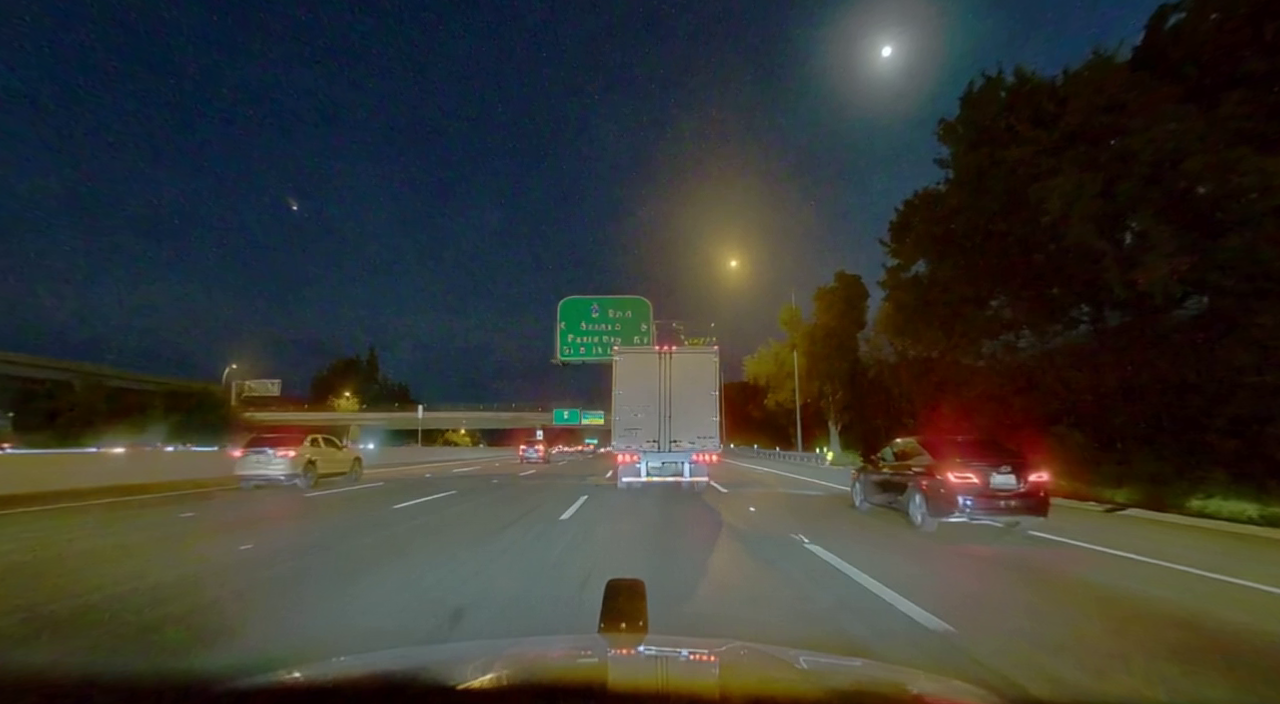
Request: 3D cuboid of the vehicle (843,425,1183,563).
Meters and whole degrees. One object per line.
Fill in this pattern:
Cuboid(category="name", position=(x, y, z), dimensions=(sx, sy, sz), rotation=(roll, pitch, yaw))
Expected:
Cuboid(category="vehicle", position=(4.883, 1.922, 9.363), dimensions=(2.108, 1.508, 4.744), rotation=(0, -9, -1))

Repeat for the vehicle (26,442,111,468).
Cuboid(category="vehicle", position=(-33.471, 6.032, 37.090), dimensions=(1.599, 1.397, 3.674), rotation=(-3, -8, -1))

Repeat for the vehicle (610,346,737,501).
Cuboid(category="vehicle", position=(0.711, 2.446, 20.080), dimensions=(2.916, 3.584, 10.841), rotation=(0, -9, -1))

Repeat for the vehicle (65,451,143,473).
Cuboid(category="vehicle", position=(-36.942, 7.554, 43.602), dimensions=(1.685, 1.414, 4.169), rotation=(0, -9, 0))

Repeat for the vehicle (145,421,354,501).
Cuboid(category="vehicle", position=(-10.073, 2.865, 16.977), dimensions=(2.217, 1.797, 5.226), rotation=(0, -9, 1))

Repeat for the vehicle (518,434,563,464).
Cuboid(category="vehicle", position=(-6.422, 6.333, 41.160), dimensions=(2.125, 1.793, 4.892), rotation=(0, -9, 0))
